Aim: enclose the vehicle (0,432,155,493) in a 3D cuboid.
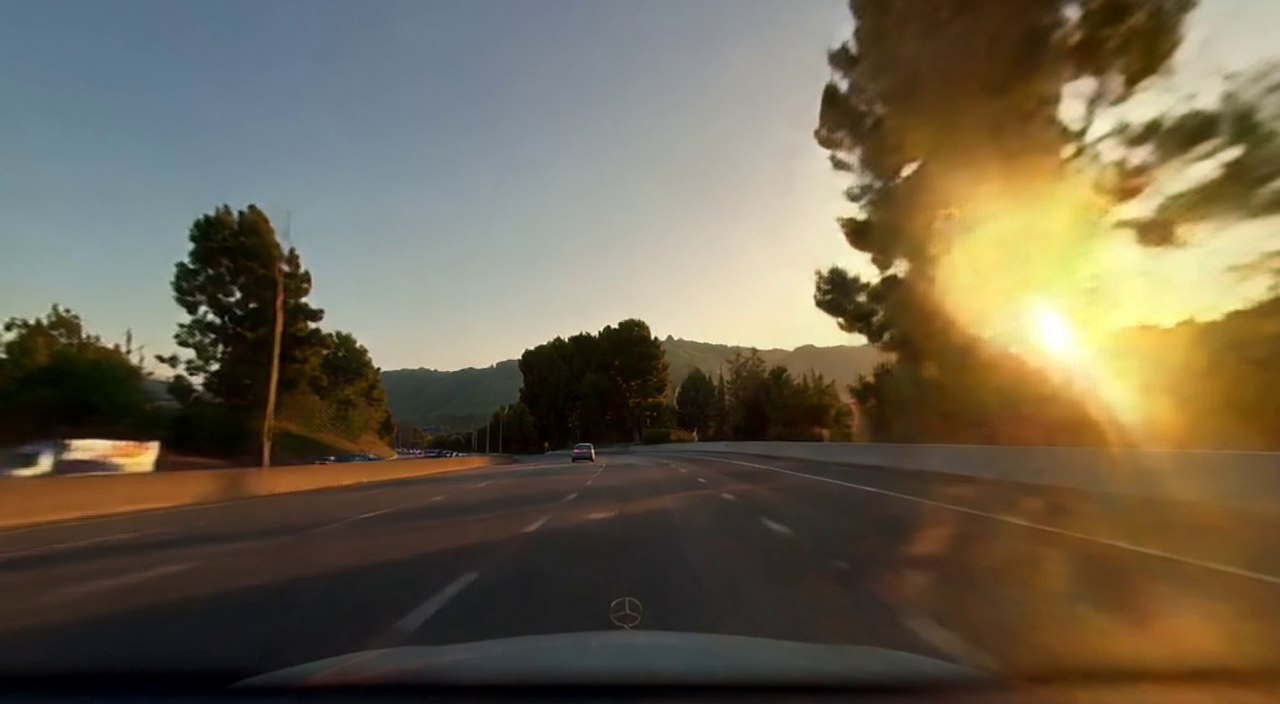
[{"bbox_3d":[-33.092,6.257,36.507,2.948,3.055,9.494,0,-8,-4],"label":"vehicle"}]
